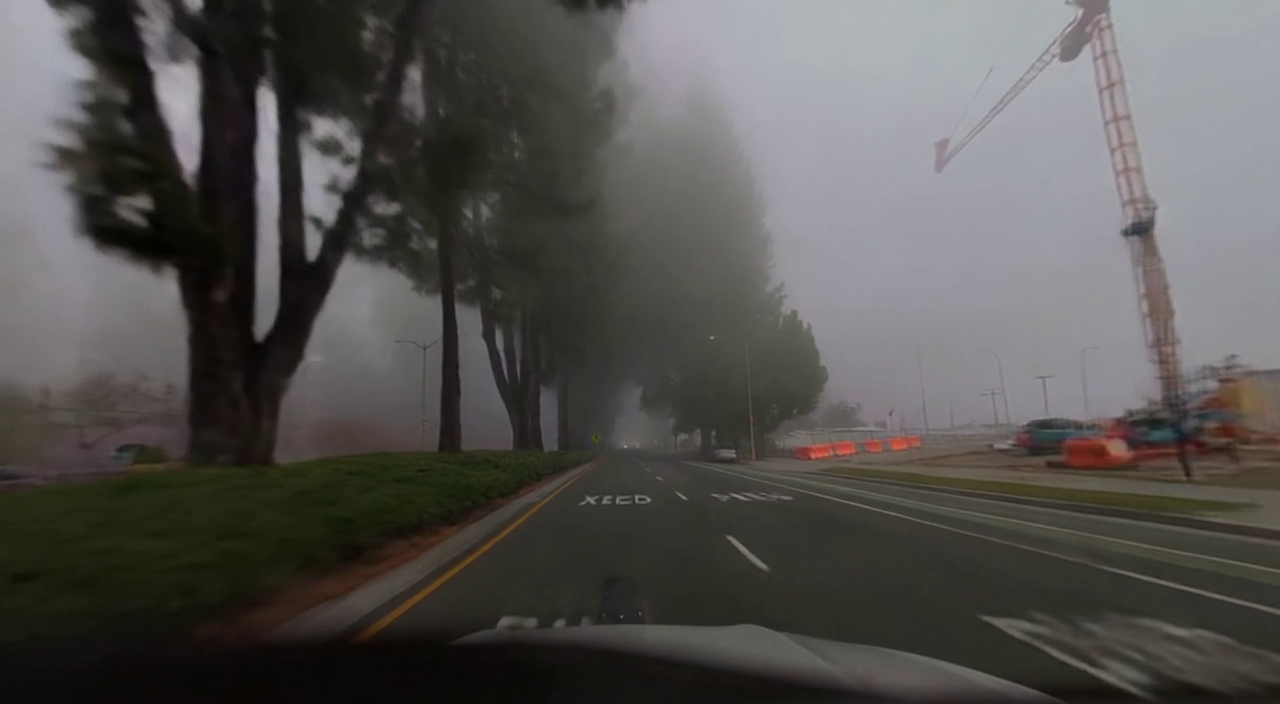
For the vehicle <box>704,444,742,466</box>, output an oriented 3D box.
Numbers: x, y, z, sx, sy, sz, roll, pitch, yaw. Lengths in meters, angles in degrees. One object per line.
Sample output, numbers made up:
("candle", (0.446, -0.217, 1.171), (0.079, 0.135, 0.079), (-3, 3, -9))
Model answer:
("vehicle", (6.280, 7.837, 48.384), (1.986, 1.498, 5.099), (3, -9, -2))
